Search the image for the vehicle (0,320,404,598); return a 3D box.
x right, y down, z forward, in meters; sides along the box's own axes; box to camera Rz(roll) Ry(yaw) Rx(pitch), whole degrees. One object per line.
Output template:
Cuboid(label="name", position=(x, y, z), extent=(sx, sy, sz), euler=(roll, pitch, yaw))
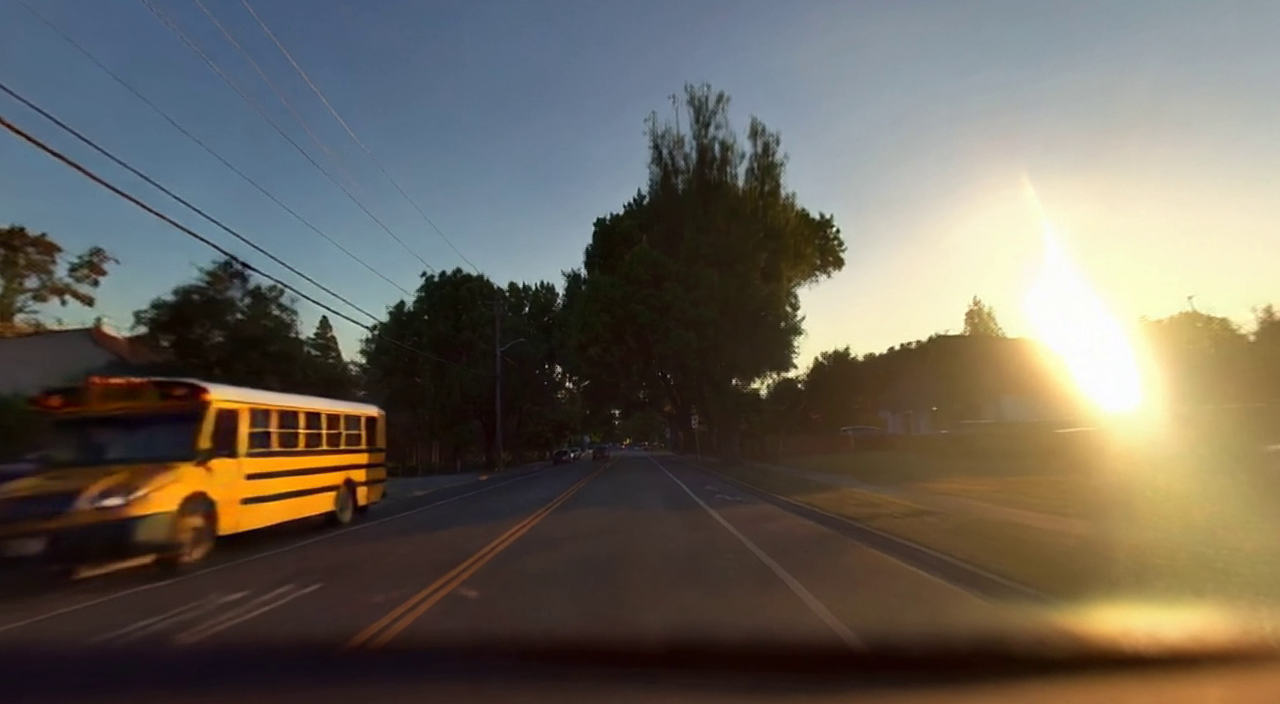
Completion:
Cuboid(label="vehicle", position=(-6.692, 1.620, 10.165), extent=(2.835, 2.876, 7.091), euler=(-1, -9, 2))
